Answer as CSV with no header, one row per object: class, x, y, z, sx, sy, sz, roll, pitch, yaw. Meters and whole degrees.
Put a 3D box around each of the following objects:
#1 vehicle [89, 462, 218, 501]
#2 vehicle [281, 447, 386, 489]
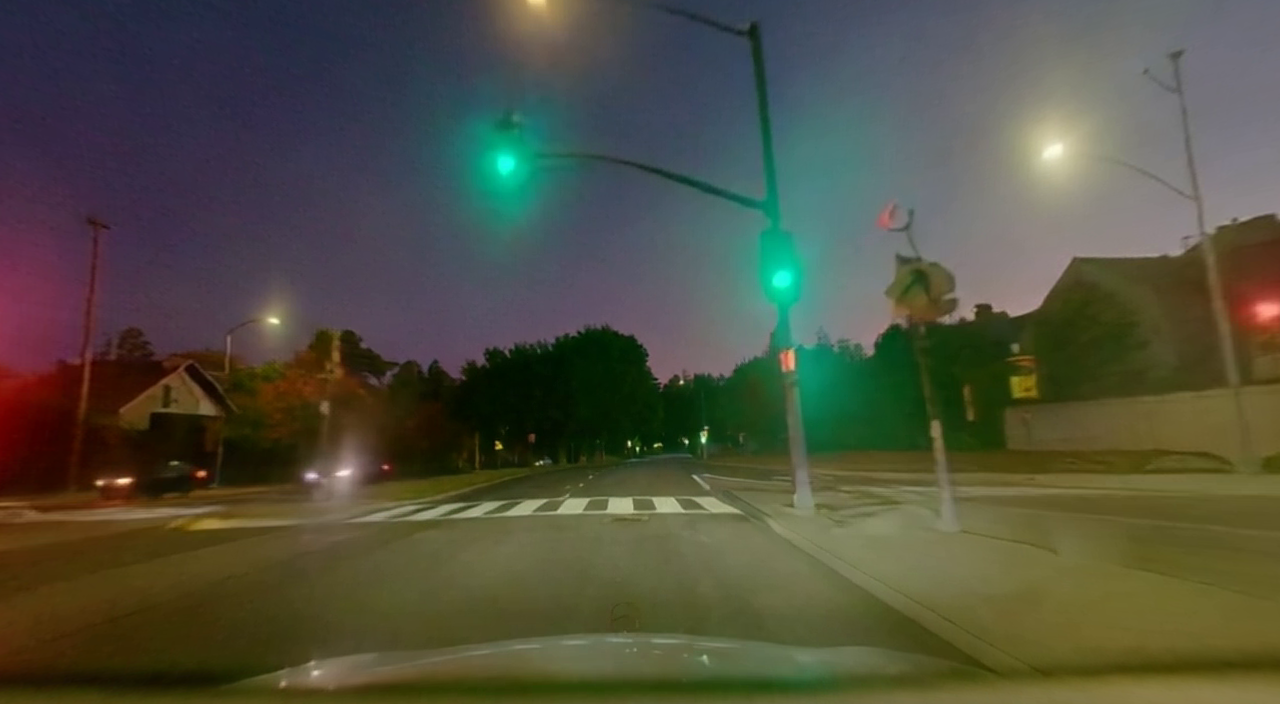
vehicle,-22.925,6.071,29.955,1.862,1.529,4.370,-4,-9,25
vehicle,-14.400,5.451,30.083,2.106,1.782,4.974,-1,-8,5
